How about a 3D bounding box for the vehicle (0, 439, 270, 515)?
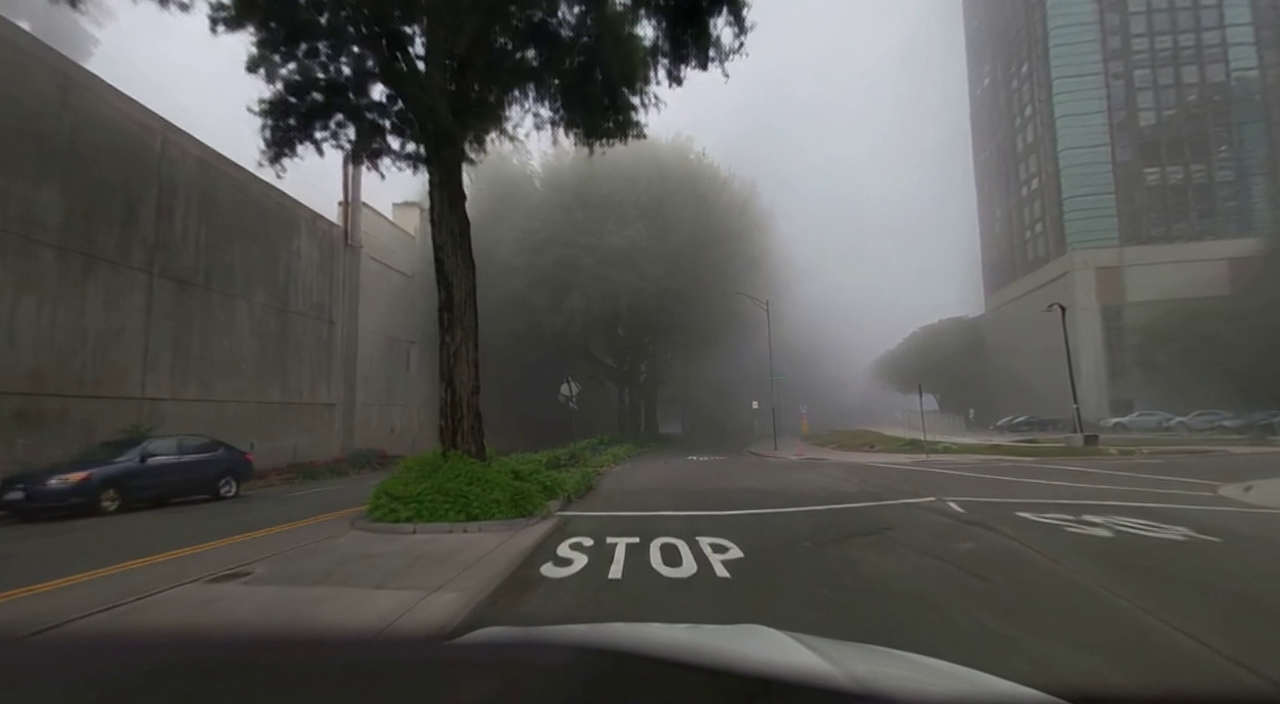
[{"bbox_3d":[-11.032,2.687,14.070,4.694,1.447,2.137,5,-10,-31],"label":"vehicle"}]
